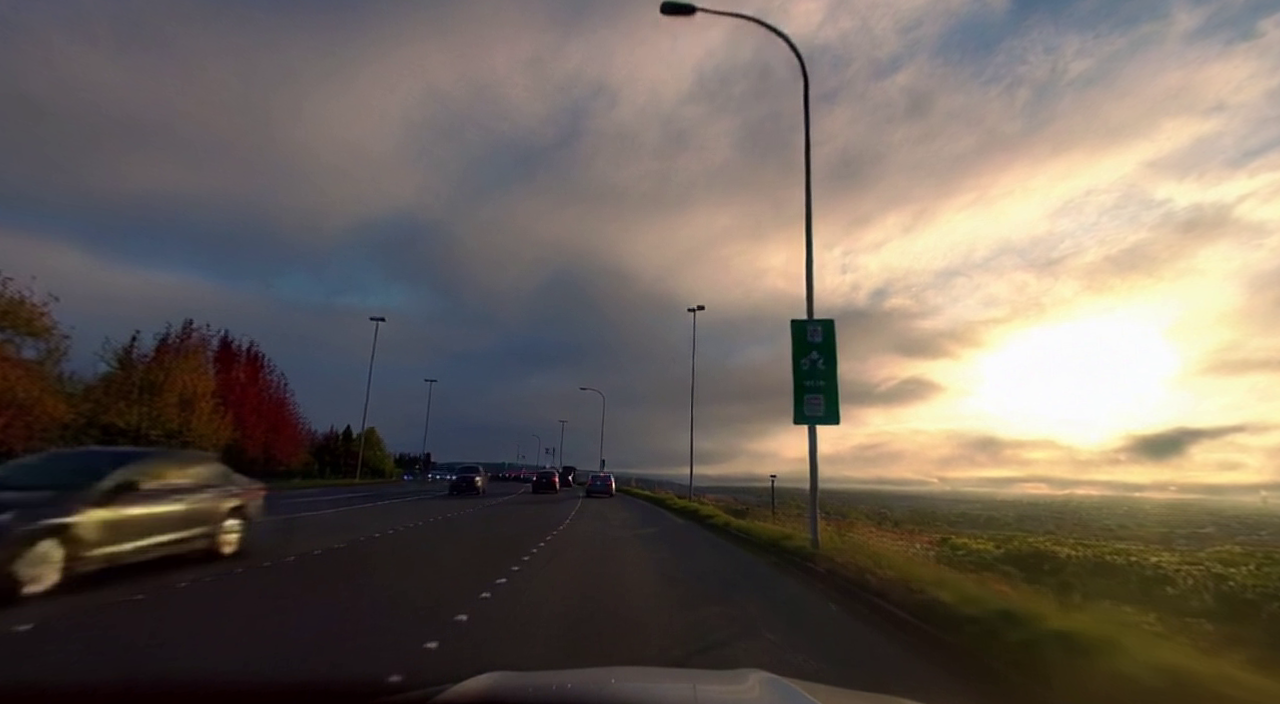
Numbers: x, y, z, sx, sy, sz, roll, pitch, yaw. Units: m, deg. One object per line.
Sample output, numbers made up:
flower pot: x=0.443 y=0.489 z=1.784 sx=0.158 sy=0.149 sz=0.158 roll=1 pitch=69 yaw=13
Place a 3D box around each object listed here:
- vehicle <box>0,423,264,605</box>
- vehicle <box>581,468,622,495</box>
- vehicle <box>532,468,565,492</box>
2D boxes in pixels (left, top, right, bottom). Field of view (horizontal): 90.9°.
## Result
vehicle: x=-6.704 y=1.745 z=7.377 sx=2.016 sy=1.573 sz=4.259 roll=1 pitch=-10 yaw=-2
vehicle: x=-2.415 y=7.864 z=38.422 sx=2.129 sy=1.471 sz=4.258 roll=2 pitch=-10 yaw=-7
vehicle: x=-6.165 y=8.659 z=42.872 sx=2.030 sy=1.441 sz=4.806 roll=2 pitch=-11 yaw=-7
